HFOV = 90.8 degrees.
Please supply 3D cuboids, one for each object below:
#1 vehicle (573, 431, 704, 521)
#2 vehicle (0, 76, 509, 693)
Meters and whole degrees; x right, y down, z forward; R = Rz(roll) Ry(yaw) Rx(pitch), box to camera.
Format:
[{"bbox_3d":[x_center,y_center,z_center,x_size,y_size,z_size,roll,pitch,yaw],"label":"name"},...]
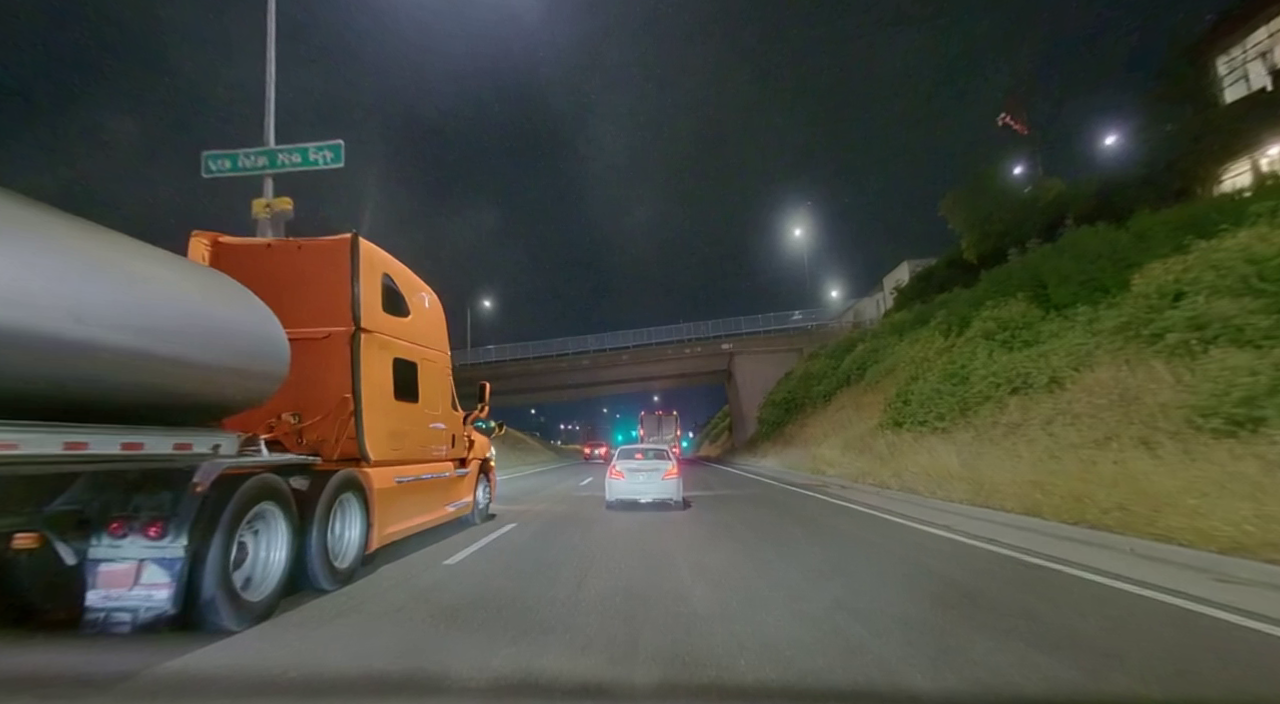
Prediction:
[{"bbox_3d":[-0.035,2.421,12.842,2.215,1.481,4.246,0,-9,0],"label":"vehicle"},{"bbox_3d":[-4.093,0.687,7.752,3.019,3.584,8.205,-1,-9,1],"label":"vehicle"}]
